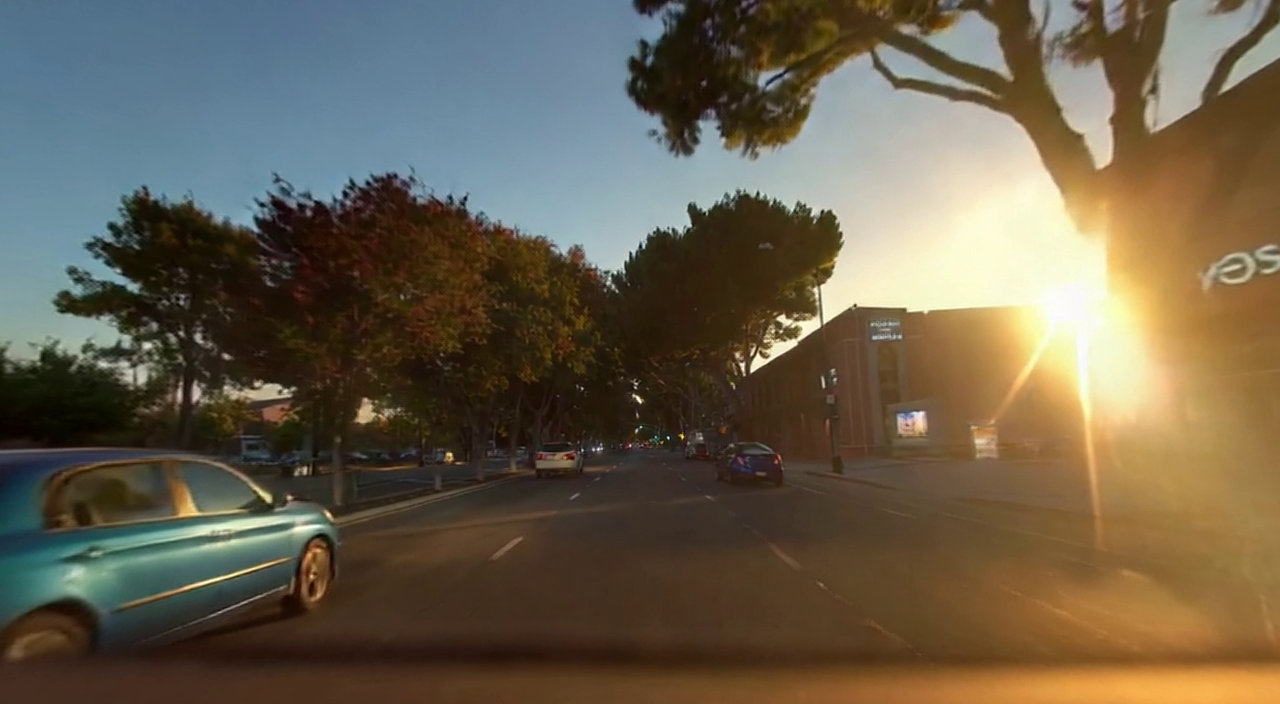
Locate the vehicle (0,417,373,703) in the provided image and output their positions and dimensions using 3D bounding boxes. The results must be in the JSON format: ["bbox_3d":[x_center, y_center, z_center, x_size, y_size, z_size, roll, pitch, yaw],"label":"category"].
[{"bbox_3d":[-3.571,1.180,3.706,2.060,1.466,4.387,0,-8,0],"label":"vehicle"}]

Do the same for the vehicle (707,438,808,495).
[{"bbox_3d":[3.344,3.358,18.934,1.961,1.482,4.538,0,-8,-3],"label":"vehicle"}]

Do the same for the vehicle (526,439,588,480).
[{"bbox_3d":[-3.640,4.823,28.645,2.145,1.694,4.642,0,-8,1],"label":"vehicle"}]
